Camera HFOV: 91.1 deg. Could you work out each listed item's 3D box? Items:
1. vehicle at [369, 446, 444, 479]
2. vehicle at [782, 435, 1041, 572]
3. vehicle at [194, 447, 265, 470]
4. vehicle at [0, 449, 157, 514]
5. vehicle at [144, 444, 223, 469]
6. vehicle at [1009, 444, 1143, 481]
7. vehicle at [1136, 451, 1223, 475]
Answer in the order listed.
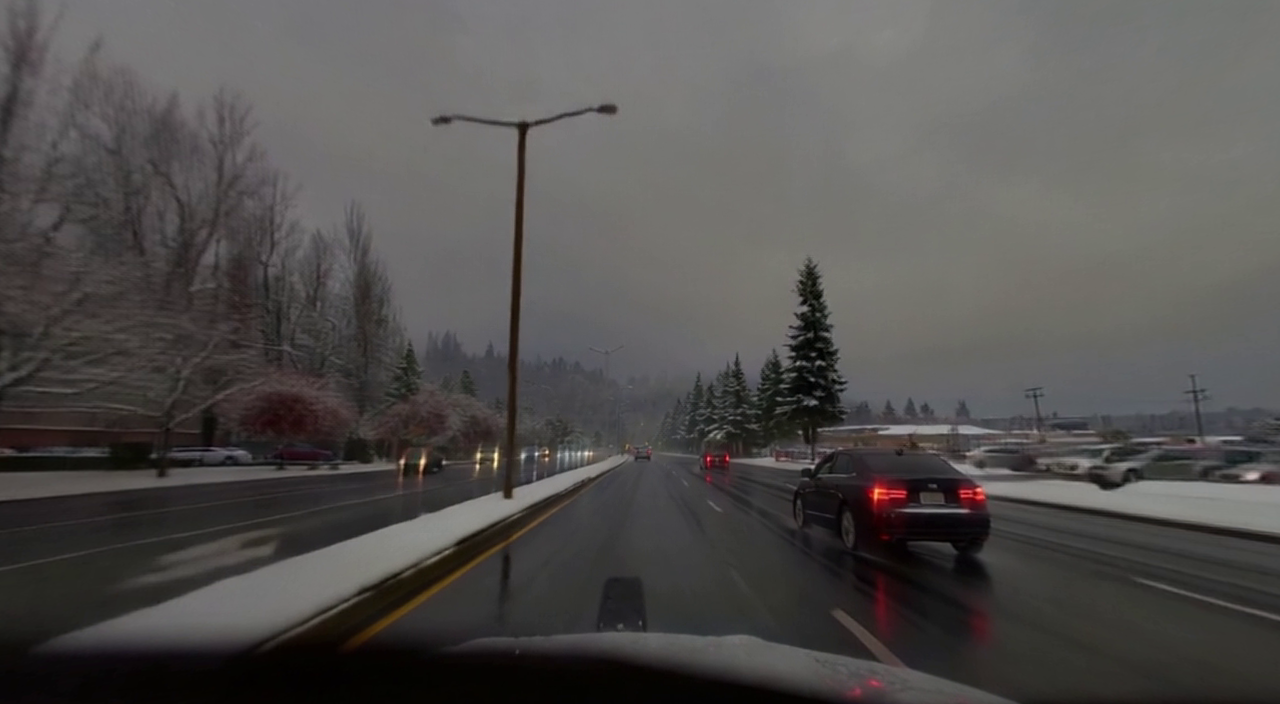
[{"bbox_3d":[-11.863,5.630,32.261,1.983,1.567,4.557,0,-9,1],"label":"vehicle"},{"bbox_3d":[3.555,2.036,9.309,1.935,1.501,4.384,0,-9,1],"label":"vehicle"},{"bbox_3d":[-28.315,7.330,43.461,1.861,1.451,4.533,0,-9,0],"label":"vehicle"},{"bbox_3d":[-15.774,3.358,16.796,1.889,1.463,4.652,0,-9,1],"label":"vehicle"},{"bbox_3d":[-31.545,7.221,43.553,1.950,1.569,4.435,0,-9,2],"label":"vehicle"},{"bbox_3d":[19.576,4.957,28.302,4.648,1.568,1.919,1,-9,-3],"label":"vehicle"},{"bbox_3d":[36.641,7.512,42.789,1.804,1.447,4.676,0,-9,1],"label":"vehicle"}]
